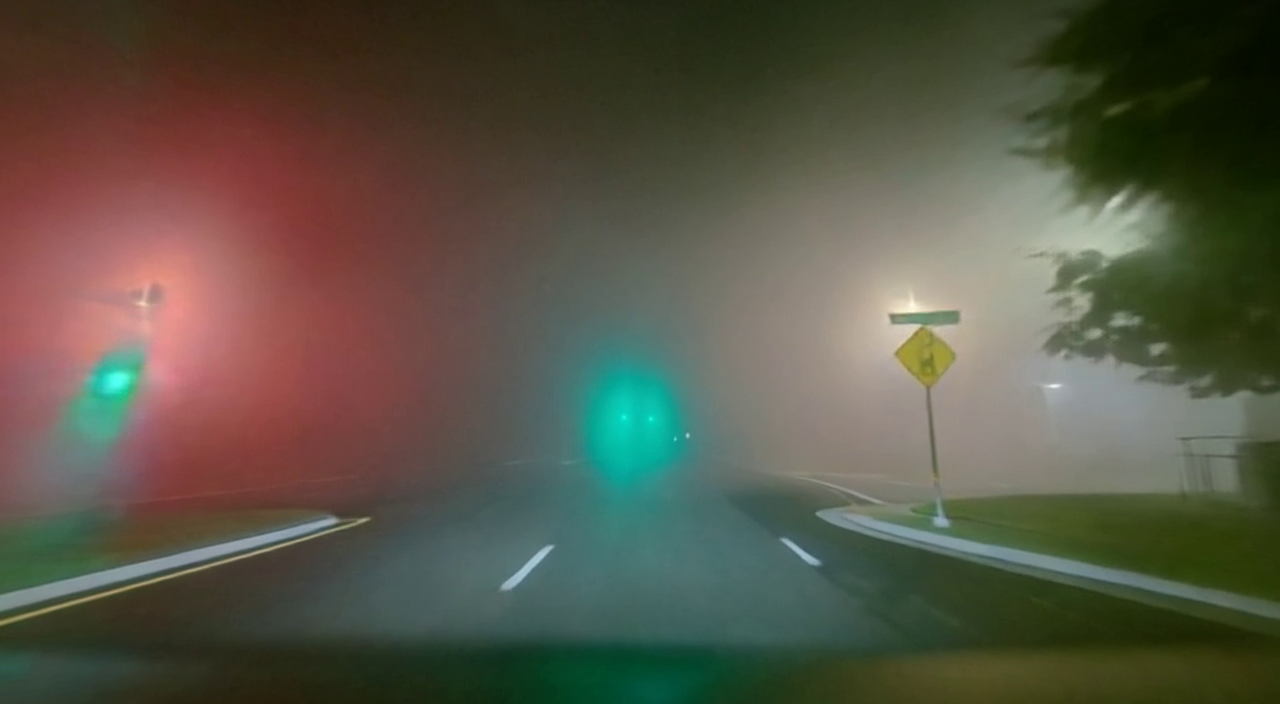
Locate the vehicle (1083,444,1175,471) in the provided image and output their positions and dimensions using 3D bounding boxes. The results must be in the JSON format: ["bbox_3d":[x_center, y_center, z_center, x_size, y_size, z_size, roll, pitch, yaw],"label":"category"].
[{"bbox_3d":[28.366,6.098,36.759,1.783,1.461,4.311,0,-8,-2],"label":"vehicle"}]
